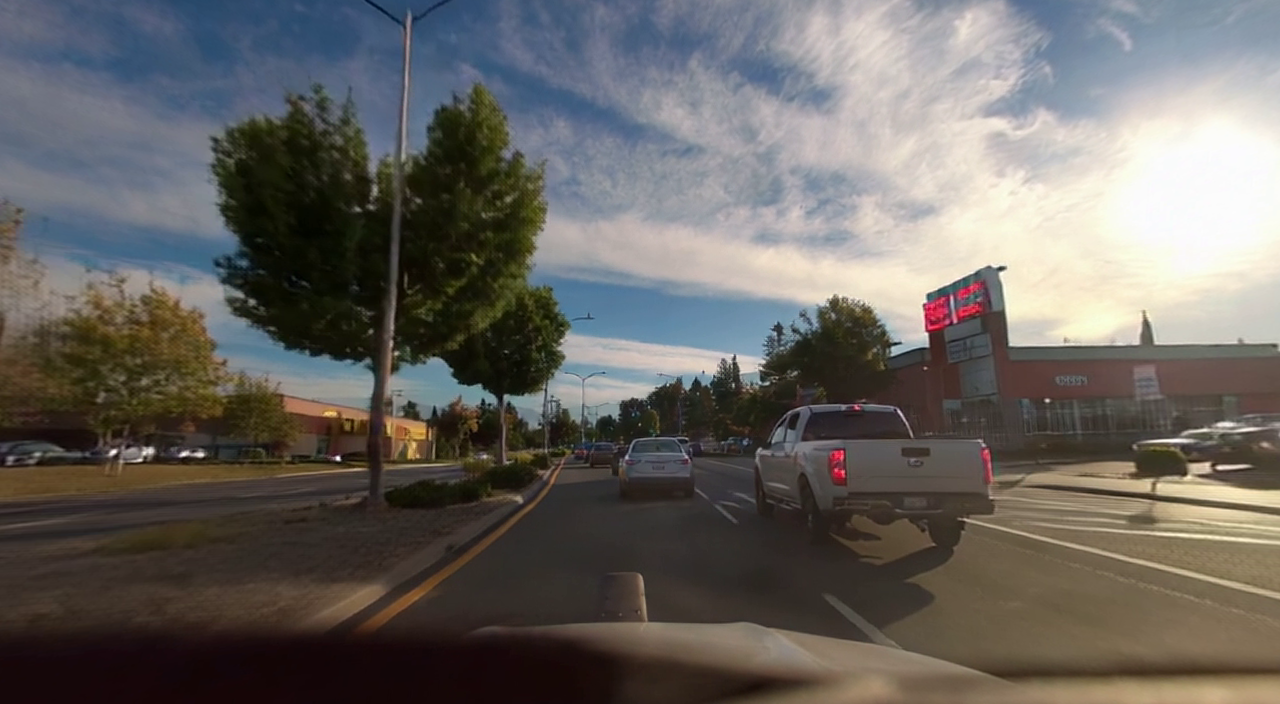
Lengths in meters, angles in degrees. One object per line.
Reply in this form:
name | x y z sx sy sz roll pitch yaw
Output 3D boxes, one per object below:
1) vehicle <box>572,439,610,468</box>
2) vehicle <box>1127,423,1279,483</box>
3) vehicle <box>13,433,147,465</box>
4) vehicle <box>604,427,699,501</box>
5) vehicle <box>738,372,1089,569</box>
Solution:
vehicle | -2.749 5.564 34.756 1.960 1.475 4.161 1 -9 -6
vehicle | 18.562 3.253 20.452 1.909 1.717 4.451 0 -9 1
vehicle | -32.877 5.707 37.097 5.603 1.772 2.150 1 -9 -3
vehicle | 0.247 2.828 16.300 2.145 1.650 4.021 0 -8 0
vehicle | 3.385 1.708 9.813 2.731 2.101 6.047 0 -9 0
